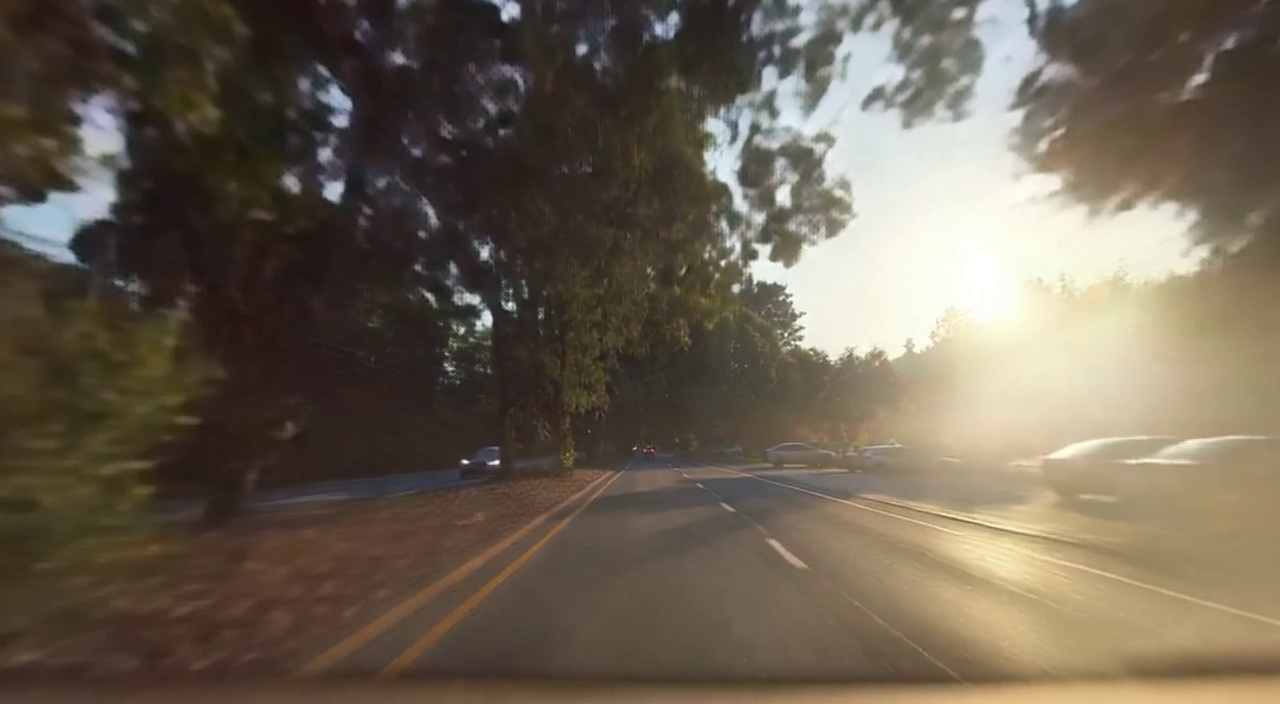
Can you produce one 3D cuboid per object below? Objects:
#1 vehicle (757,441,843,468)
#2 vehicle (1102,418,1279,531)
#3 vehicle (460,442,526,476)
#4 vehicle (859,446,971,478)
[{"bbox_3d":[10.676,6.852,42.344,5.118,1.701,2.175,0,-9,-2],"label":"vehicle"},{"bbox_3d":[10.896,2.015,10.674,4.493,1.705,2.034,0,-9,0],"label":"vehicle"},{"bbox_3d":[-8.392,6.160,36.618,2.401,1.807,4.960,-1,-9,3],"label":"vehicle"},{"bbox_3d":[13.083,5.222,30.161,4.438,1.444,1.900,0,-9,0],"label":"vehicle"}]
